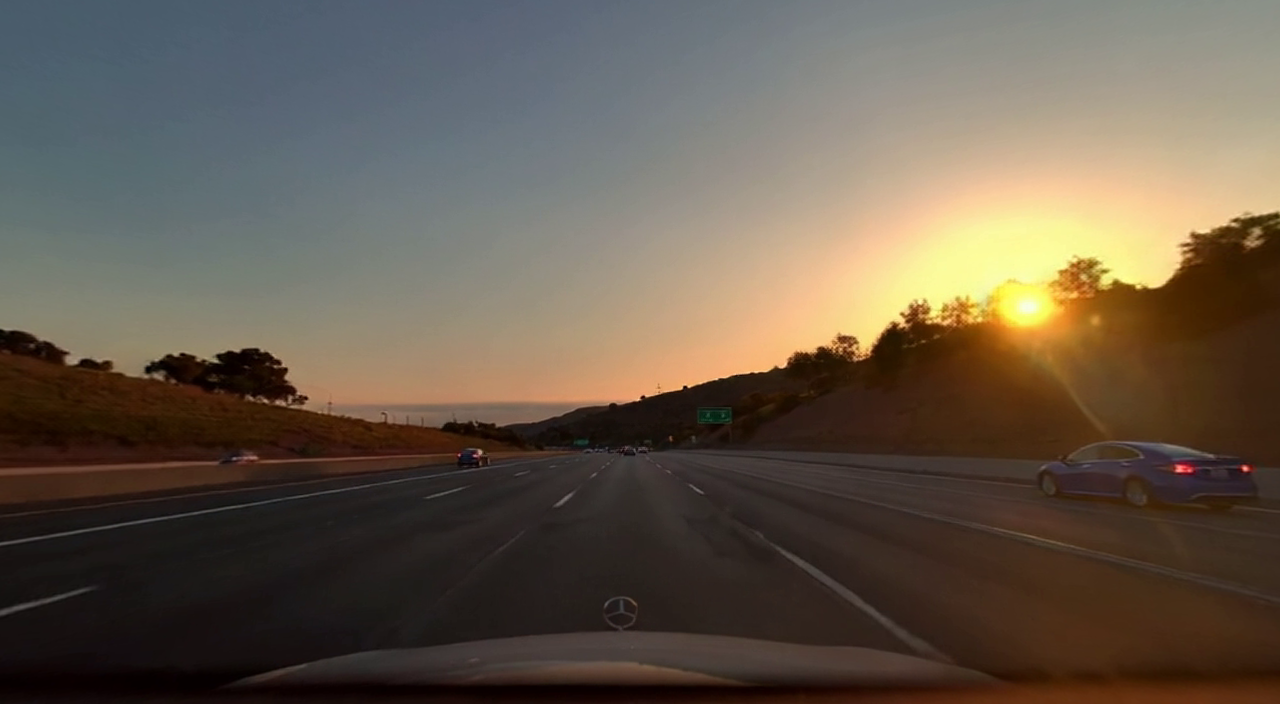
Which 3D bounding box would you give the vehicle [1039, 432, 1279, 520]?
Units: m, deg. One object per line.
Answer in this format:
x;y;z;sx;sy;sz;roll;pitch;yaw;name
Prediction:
10.790;2.463;13.153;1.985;1.493;4.486;0;-8;-1;vehicle

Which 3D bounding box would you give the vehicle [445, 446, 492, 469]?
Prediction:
-11.463;7.051;42.425;1.921;1.452;4.429;0;-9;0;vehicle
